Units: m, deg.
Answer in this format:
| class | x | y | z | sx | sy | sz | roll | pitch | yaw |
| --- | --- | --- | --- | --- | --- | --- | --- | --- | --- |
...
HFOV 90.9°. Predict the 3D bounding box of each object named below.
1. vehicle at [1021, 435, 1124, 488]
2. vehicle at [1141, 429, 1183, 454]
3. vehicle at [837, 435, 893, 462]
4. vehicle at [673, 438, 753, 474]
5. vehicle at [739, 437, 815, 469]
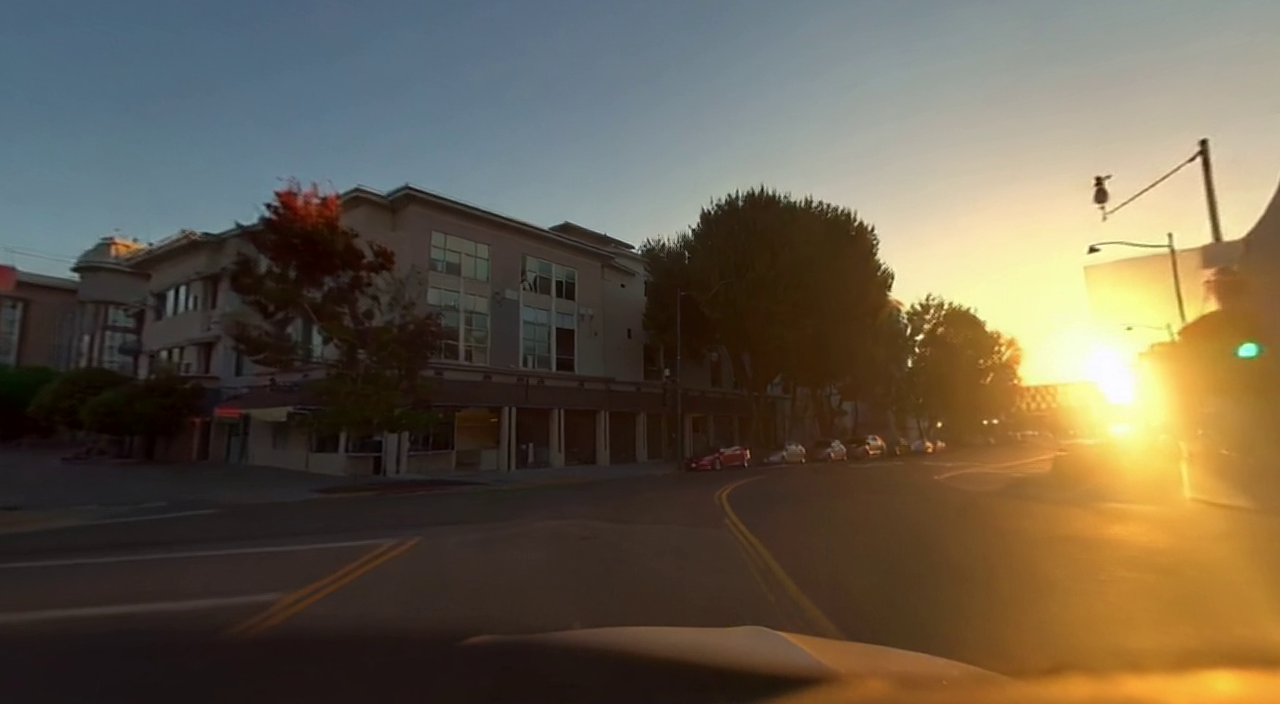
| class | x | y | z | sx | sy | sz | roll | pitch | yaw |
| --- | --- | --- | --- | --- | --- | --- | --- | --- | --- |
| vehicle | 13.844 | 3.464 | 20.470 | 2.148 | 1.488 | 4.508 | -4 | -9 | 27 |
| vehicle | 38.807 | 6.642 | 46.809 | 2.189 | 1.753 | 4.376 | -7 | -10 | 40 |
| vehicle | 13.366 | 5.680 | 37.295 | 1.852 | 1.465 | 4.092 | -6 | -10 | 38 |
| vehicle | 3.711 | 5.185 | 31.730 | 1.922 | 1.628 | 4.291 | -7 | -10 | 39 |
| vehicle | 7.885 | 5.703 | 35.988 | 2.179 | 1.658 | 4.765 | -7 | -10 | 40 |
